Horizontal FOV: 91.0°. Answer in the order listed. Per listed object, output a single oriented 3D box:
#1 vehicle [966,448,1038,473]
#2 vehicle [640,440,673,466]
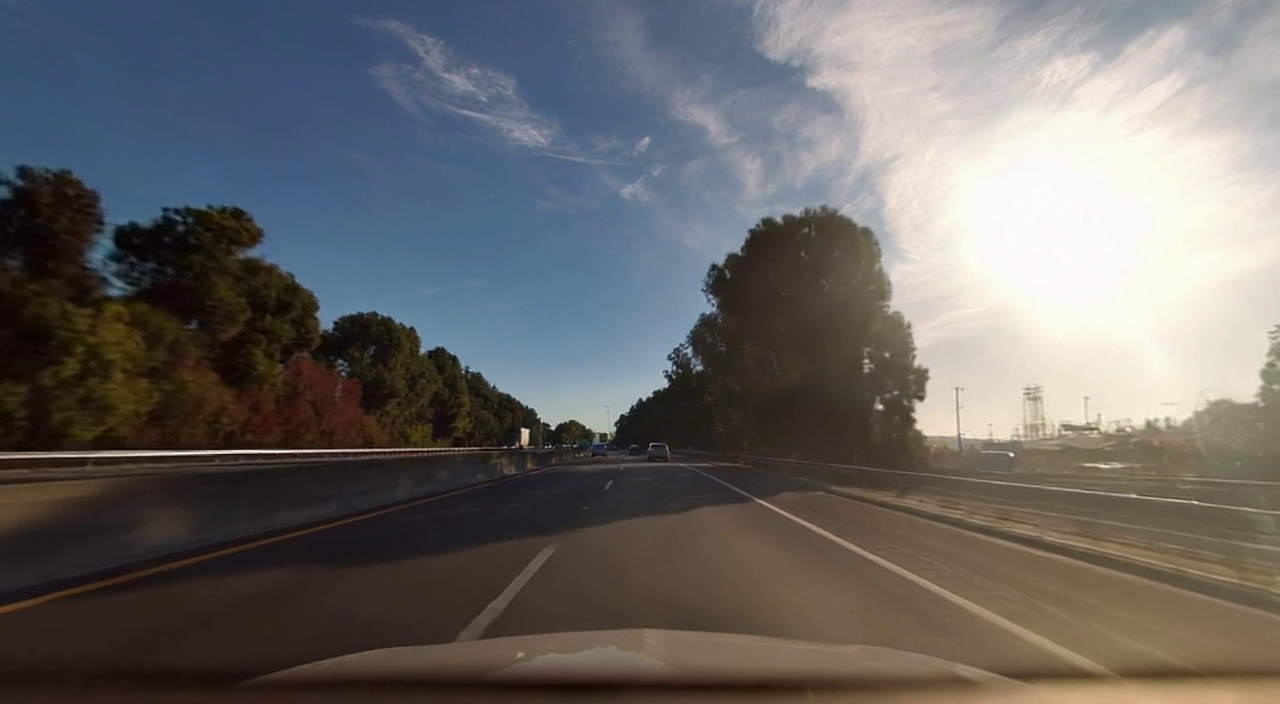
[{"bbox_3d":[24.916,7.458,43.446,1.938,1.534,4.006,2,-9,-16],"label":"vehicle"},{"bbox_3d":[0.990,6.329,39.601,1.966,1.542,3.979,0,-8,-1],"label":"vehicle"}]
